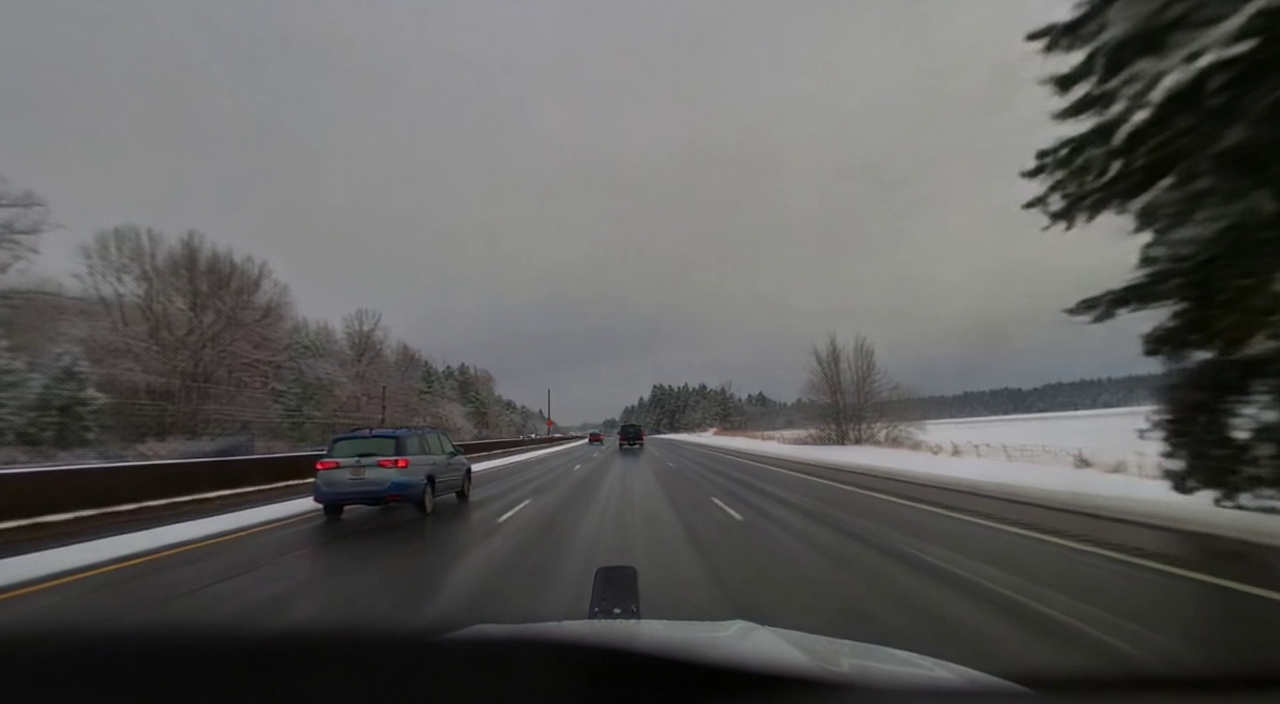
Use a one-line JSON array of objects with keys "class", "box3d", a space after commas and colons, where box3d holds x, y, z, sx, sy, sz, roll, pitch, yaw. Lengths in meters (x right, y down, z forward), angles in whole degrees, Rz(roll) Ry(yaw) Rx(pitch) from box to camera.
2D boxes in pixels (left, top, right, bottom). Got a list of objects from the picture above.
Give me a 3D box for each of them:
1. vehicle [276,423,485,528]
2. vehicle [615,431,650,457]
[{"class": "vehicle", "box3d": [-4.203, 2.037, 11.052, 1.931, 1.483, 4.105, 0, -8, 0]}, {"class": "vehicle", "box3d": [-0.508, 5.955, 40.916, 2.162, 1.616, 4.242, 0, -8, -1]}]
